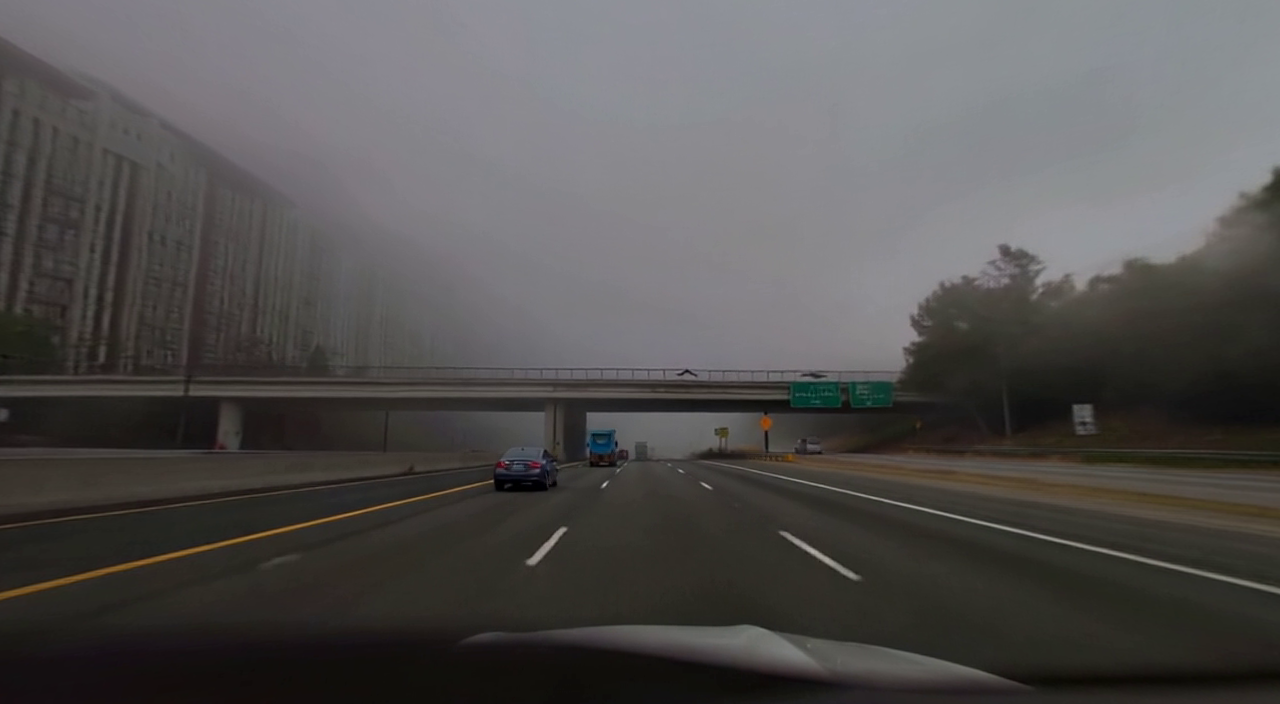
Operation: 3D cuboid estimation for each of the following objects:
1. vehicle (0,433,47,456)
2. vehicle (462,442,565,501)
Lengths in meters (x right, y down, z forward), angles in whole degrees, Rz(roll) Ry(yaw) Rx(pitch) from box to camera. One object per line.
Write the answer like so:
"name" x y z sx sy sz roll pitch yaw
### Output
"vehicle" -42.642 6.240 42.399 1.669 1.458 3.793 1 -9 0
"vehicle" -3.551 3.448 18.589 2.039 1.478 4.483 0 -9 1
